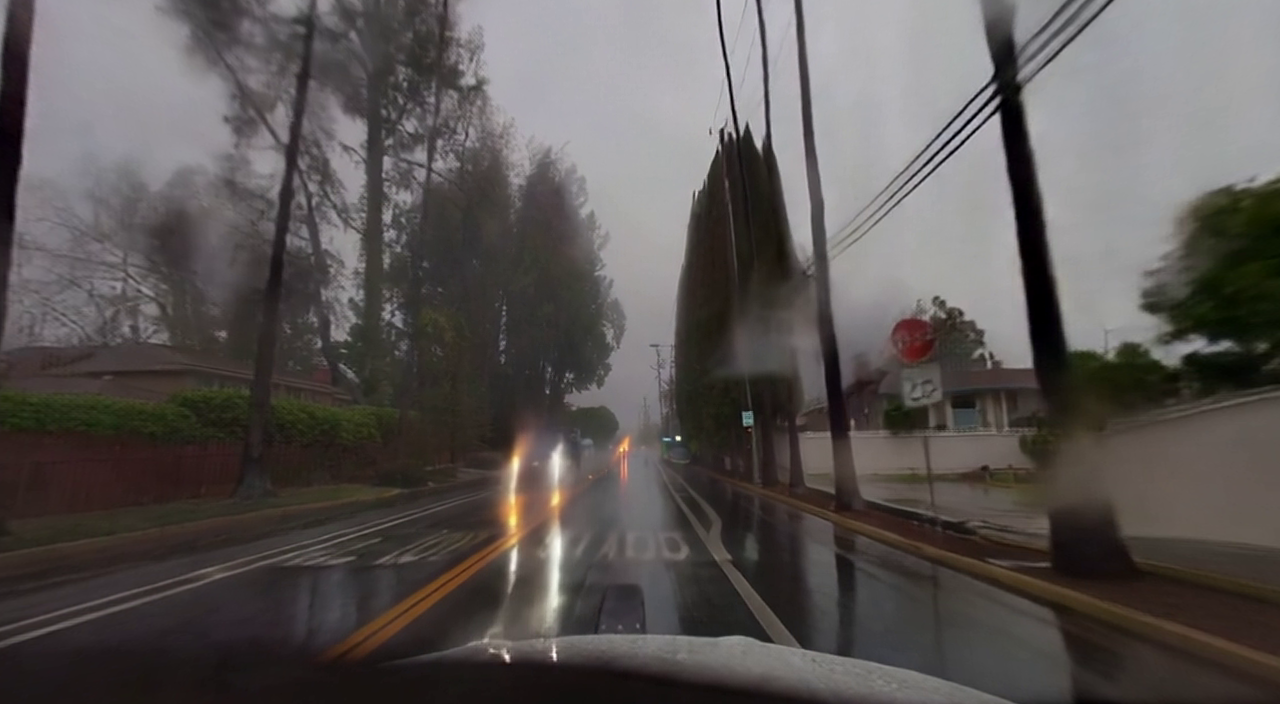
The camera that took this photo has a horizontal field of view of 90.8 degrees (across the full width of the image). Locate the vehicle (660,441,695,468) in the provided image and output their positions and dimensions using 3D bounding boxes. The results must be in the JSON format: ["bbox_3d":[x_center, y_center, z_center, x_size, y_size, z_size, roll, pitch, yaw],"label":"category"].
[{"bbox_3d":[2.659,7.382,45.852,2.168,1.851,4.861,0,-8,-1],"label":"vehicle"}]

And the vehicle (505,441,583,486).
[{"bbox_3d":[-3.821,4.575,26.388,2.336,1.669,5.581,0,-8,1],"label":"vehicle"}]
